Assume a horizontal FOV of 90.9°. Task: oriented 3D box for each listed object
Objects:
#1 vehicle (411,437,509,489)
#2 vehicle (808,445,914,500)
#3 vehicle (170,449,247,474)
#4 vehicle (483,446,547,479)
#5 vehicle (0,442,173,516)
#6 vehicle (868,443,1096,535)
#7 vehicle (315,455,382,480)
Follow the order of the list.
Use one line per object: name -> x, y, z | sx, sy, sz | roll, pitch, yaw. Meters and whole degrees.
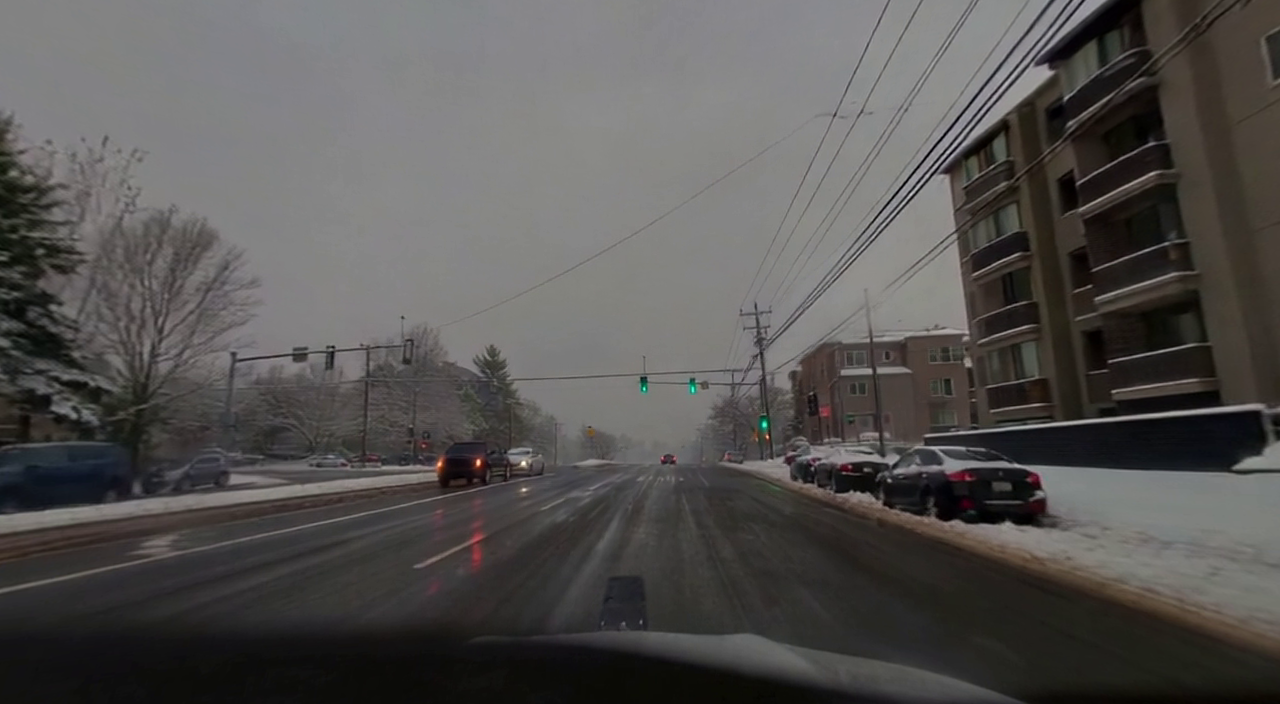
vehicle -> -6.812, 4.264, 24.586 | 2.074, 1.794, 4.832 | -1, -8, 4
vehicle -> 6.624, 3.617, 19.482 | 1.839, 1.461, 4.645 | 0, -8, 3
vehicle -> -30.439, 7.748, 44.538 | 4.296, 1.502, 1.823 | -5, -11, 9
vehicle -> -6.138, 5.455, 31.530 | 1.953, 1.471, 4.744 | 0, -8, 4
vehicle -> -16.030, 3.379, 17.458 | 2.284, 1.738, 4.773 | -1, -8, 4
vehicle -> 6.400, 2.572, 12.598 | 2.121, 1.459, 4.591 | 0, -8, 2
vehicle -> -18.473, 7.312, 40.193 | 1.895, 1.452, 4.483 | -1, -8, 4
